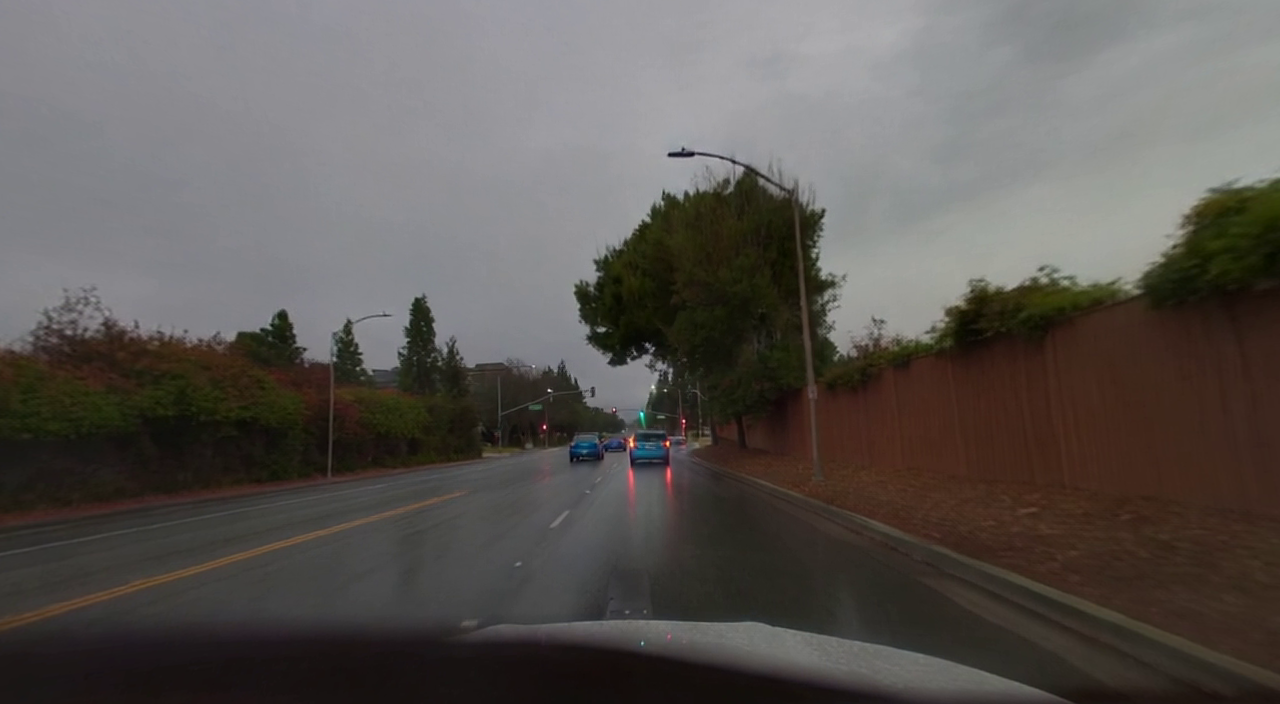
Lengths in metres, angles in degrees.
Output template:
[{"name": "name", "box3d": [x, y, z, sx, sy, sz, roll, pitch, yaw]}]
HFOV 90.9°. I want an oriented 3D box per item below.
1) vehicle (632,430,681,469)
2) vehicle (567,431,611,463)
[{"name": "vehicle", "box3d": [0.744, 4.564, 29.621, 2.127, 1.665, 3.993, 0, -8, 0]}, {"name": "vehicle", "box3d": [-2.994, 5.710, 37.962, 2.190, 1.766, 4.394, 0, -8, 1]}]
